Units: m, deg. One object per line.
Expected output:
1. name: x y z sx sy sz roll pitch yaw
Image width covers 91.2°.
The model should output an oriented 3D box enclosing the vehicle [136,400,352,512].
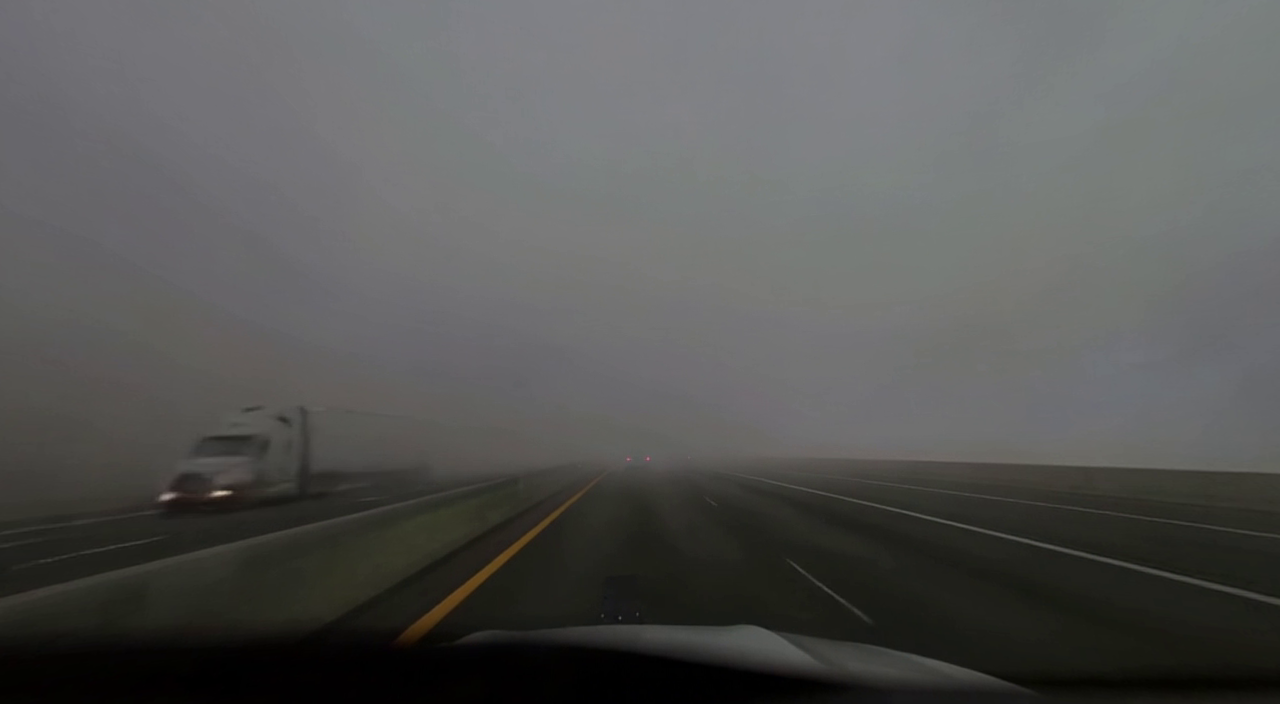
1. vehicle: -15.810 4.314 26.343 2.951 3.808 9.312 0 -9 0

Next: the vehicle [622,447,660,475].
1. vehicle: 0.012 6.340 36.636 2.083 1.473 3.923 0 -9 -1
